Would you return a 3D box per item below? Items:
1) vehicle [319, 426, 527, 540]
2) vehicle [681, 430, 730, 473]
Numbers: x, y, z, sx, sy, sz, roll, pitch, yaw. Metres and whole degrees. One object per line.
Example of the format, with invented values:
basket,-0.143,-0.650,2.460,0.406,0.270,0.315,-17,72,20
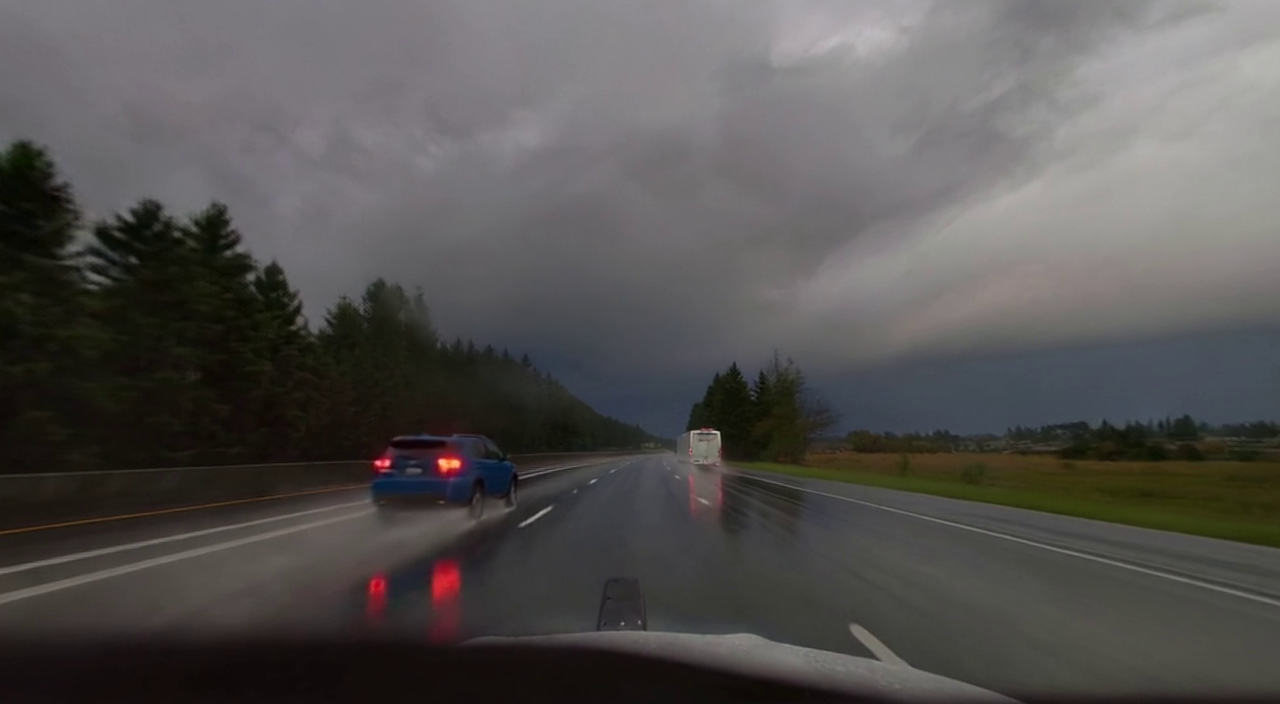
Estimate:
vehicle,-3.532,2.254,11.437,2.020,1.619,4.690,0,-9,1
vehicle,4.311,6.776,42.913,2.614,2.655,6.429,0,-9,0
